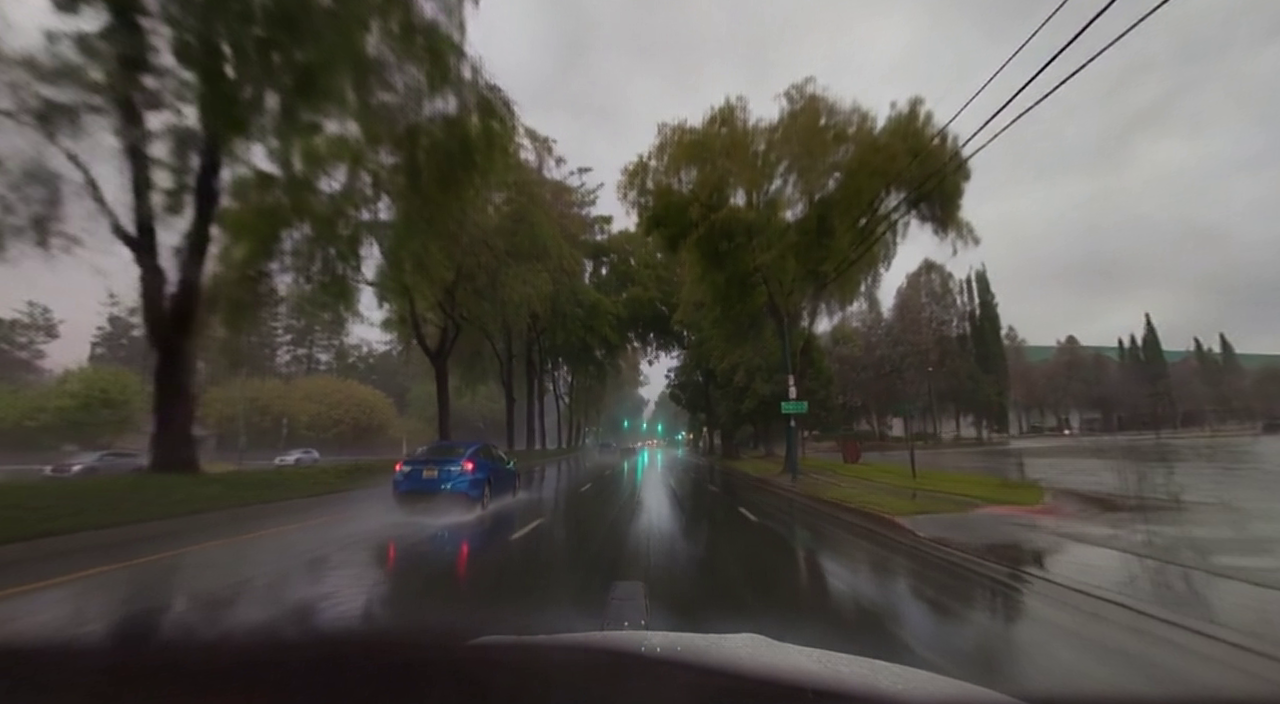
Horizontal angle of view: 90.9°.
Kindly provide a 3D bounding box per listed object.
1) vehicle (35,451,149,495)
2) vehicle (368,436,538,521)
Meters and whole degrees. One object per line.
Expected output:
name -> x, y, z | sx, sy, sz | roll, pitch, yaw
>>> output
vehicle -> -31.819, 6.988, 36.863 | 2.223, 1.991, 5.316 | -5, -7, -4
vehicle -> -3.625, 2.525, 13.240 | 2.033, 1.454, 4.512 | -1, -8, 2
